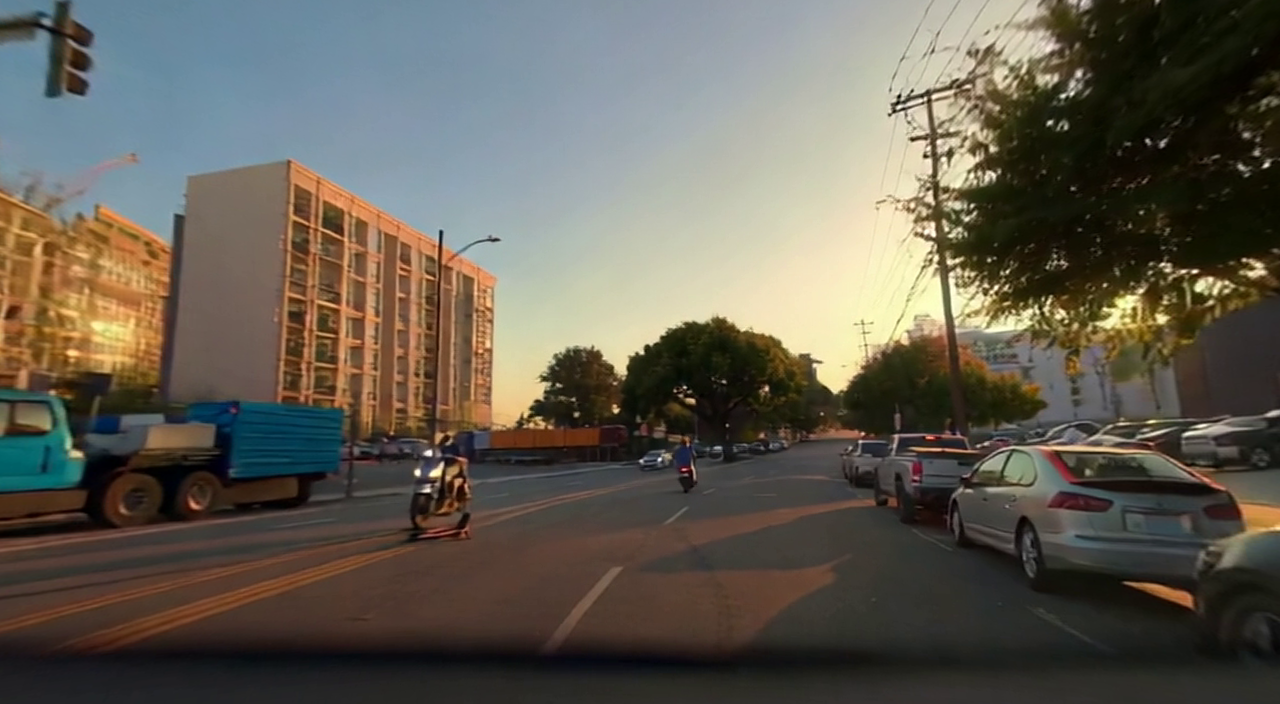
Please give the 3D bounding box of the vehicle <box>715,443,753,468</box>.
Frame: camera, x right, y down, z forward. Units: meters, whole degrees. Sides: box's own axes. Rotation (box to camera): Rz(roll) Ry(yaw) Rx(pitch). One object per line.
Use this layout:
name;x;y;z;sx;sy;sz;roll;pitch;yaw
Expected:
vehicle;6.442;6.988;43.019;1.925;1.602;4.090;-2;-8;18

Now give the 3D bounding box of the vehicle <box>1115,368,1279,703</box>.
vehicle;3.618;0.738;1.423;2.077;1.685;4.493;-1;-8;9

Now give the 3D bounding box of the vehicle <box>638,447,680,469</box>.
vehicle;1.511;8.126;48.557;1.905;1.536;4.714;-3;-9;18

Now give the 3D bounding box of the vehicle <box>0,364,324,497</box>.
vehicle;-17.715;2.607;20.269;3.442;3.445;16.952;-2;-9;13

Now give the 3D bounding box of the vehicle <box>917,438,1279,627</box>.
vehicle;4.838;1.761;7.406;1.826;1.469;4.608;-1;-8;10
